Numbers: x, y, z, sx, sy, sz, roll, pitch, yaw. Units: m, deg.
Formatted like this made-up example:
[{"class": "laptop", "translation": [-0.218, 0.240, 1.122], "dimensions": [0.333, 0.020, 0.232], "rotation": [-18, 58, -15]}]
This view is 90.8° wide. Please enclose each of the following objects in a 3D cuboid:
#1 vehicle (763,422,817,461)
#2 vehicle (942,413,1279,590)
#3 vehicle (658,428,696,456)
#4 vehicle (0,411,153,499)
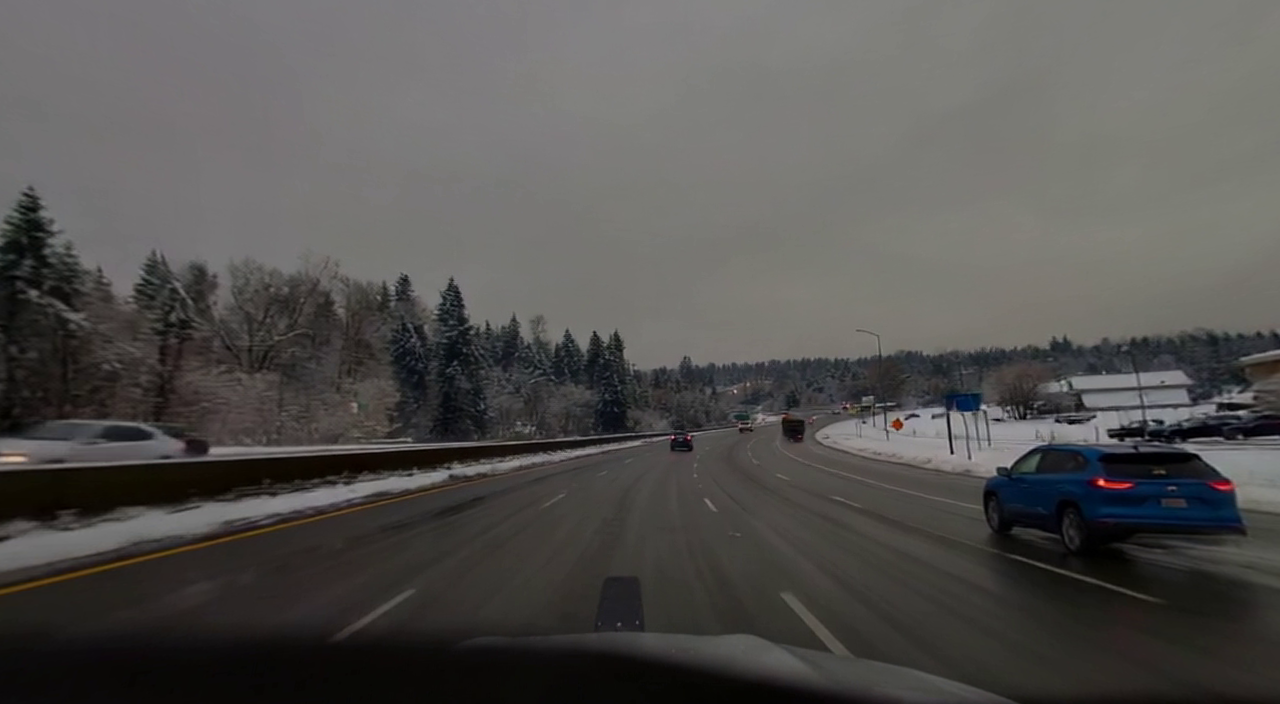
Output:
[{"class": "vehicle", "translation": [9.268, 5.647, 39.716], "dimensions": [2.526, 2.230, 6.190], "rotation": [-1, -9, 6]}, {"class": "vehicle", "translation": [5.950, 1.741, 8.215], "dimensions": [2.097, 1.659, 4.320], "rotation": [-1, -9, 4]}, {"class": "vehicle", "translation": [2.579, 6.195, 43.338], "dimensions": [2.181, 1.768, 4.383], "rotation": [-1, -9, 8]}, {"class": "vehicle", "translation": [-12.251, 1.960, 12.060], "dimensions": [2.179, 1.522, 4.505], "rotation": [0, -9, 2]}]
